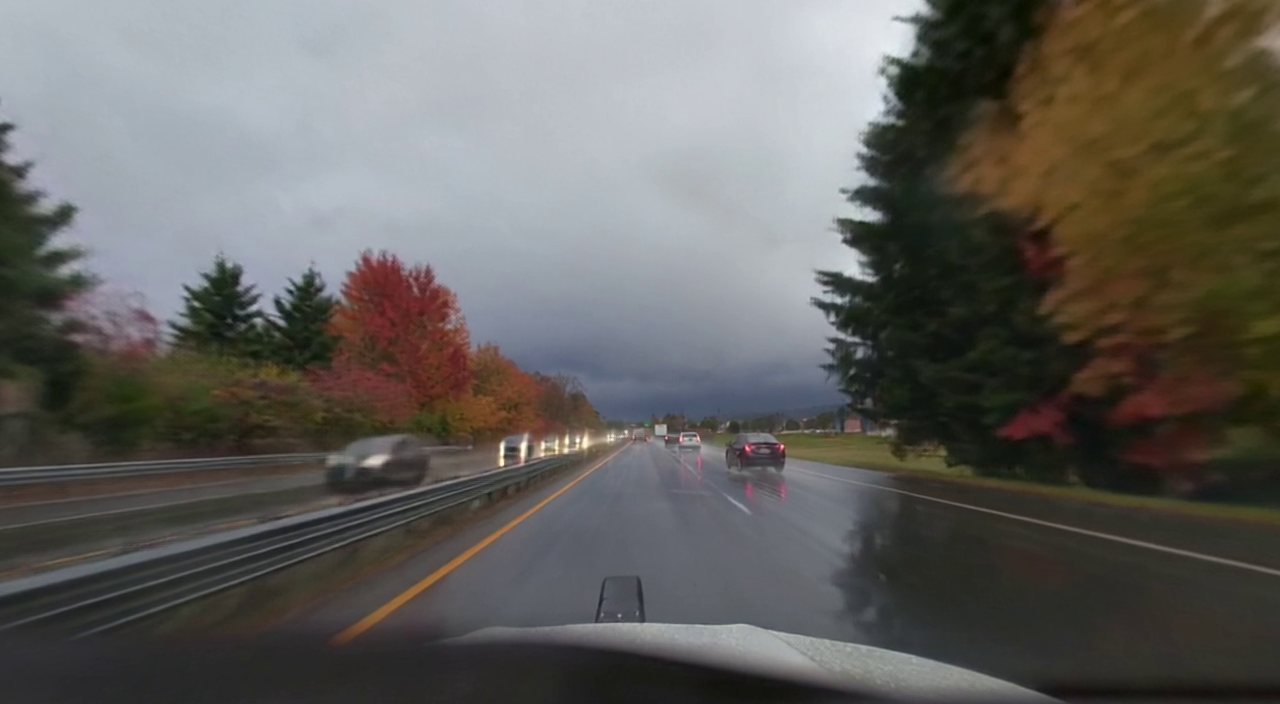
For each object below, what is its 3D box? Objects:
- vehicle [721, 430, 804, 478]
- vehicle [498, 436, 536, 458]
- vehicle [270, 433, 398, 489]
[{"bbox_3d":[4.198,3.557,22.278,2.024,1.516,4.197,0,-8,-1],"label":"vehicle"},{"bbox_3d":[-8.709,6.780,44.910,1.861,1.504,4.286,0,-8,0],"label":"vehicle"},{"bbox_3d":[-8.986,3.210,18.868,1.872,1.498,3.957,0,-8,0],"label":"vehicle"}]
